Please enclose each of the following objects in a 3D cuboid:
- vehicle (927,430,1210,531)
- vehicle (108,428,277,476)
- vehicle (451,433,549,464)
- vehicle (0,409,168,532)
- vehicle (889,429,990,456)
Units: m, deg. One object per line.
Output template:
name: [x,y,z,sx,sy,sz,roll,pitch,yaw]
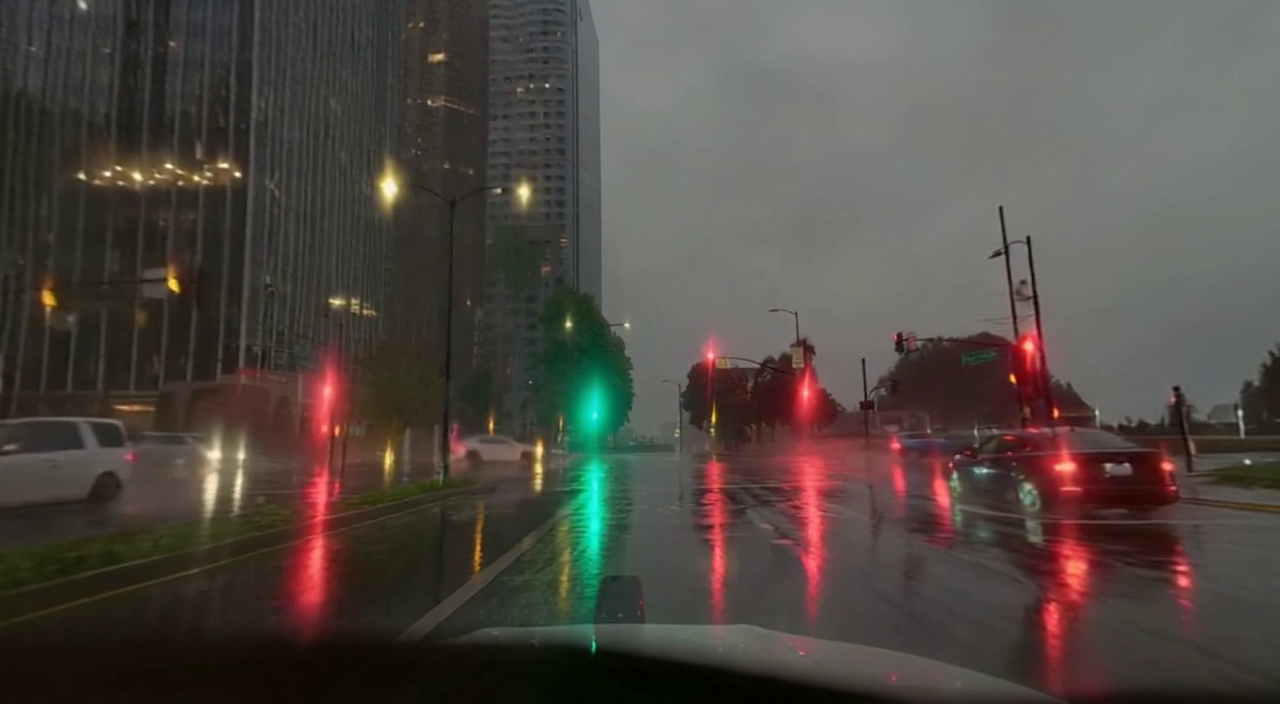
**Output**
vehicle: [7.557,2.289,11.960,1.936,1.489,4.885,0,-8,0]
vehicle: [-19.473,4.378,27.748,5.659,1.967,2.149,0,-8,-2]
vehicle: [-6.946,4.833,31.673,4.503,1.475,1.789,0,-8,-2]
vehicle: [-11.381,2.166,12.021,2.125,1.910,4.779,2,-9,-15]
vehicle: [16.800,5.105,35.609,4.762,1.420,1.814,0,-8,-1]
